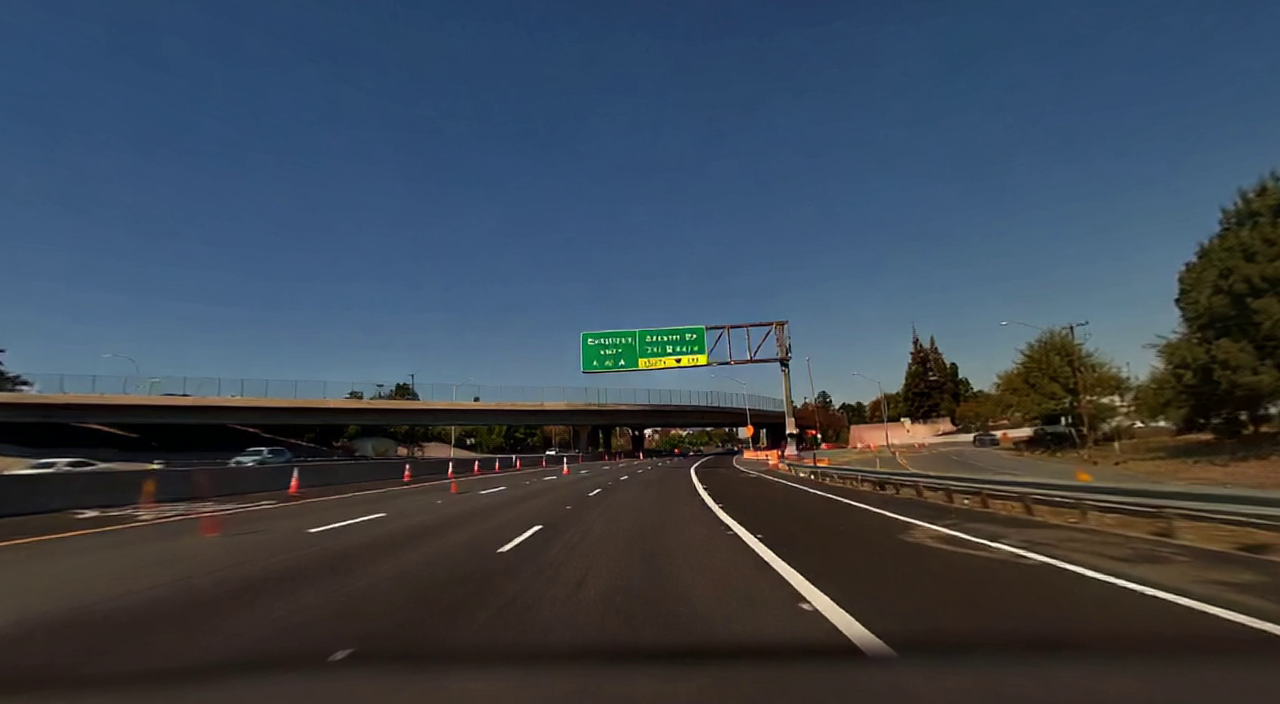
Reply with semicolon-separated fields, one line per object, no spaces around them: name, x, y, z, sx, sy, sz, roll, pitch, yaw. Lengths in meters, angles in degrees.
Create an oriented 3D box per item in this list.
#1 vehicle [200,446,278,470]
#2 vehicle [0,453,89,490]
vehicle;-28.845;7.615;45.534;2.162;1.616;4.951;-1;-9;4
vehicle;-26.251;5.047;26.852;1.701;1.455;4.012;-1;-9;3
